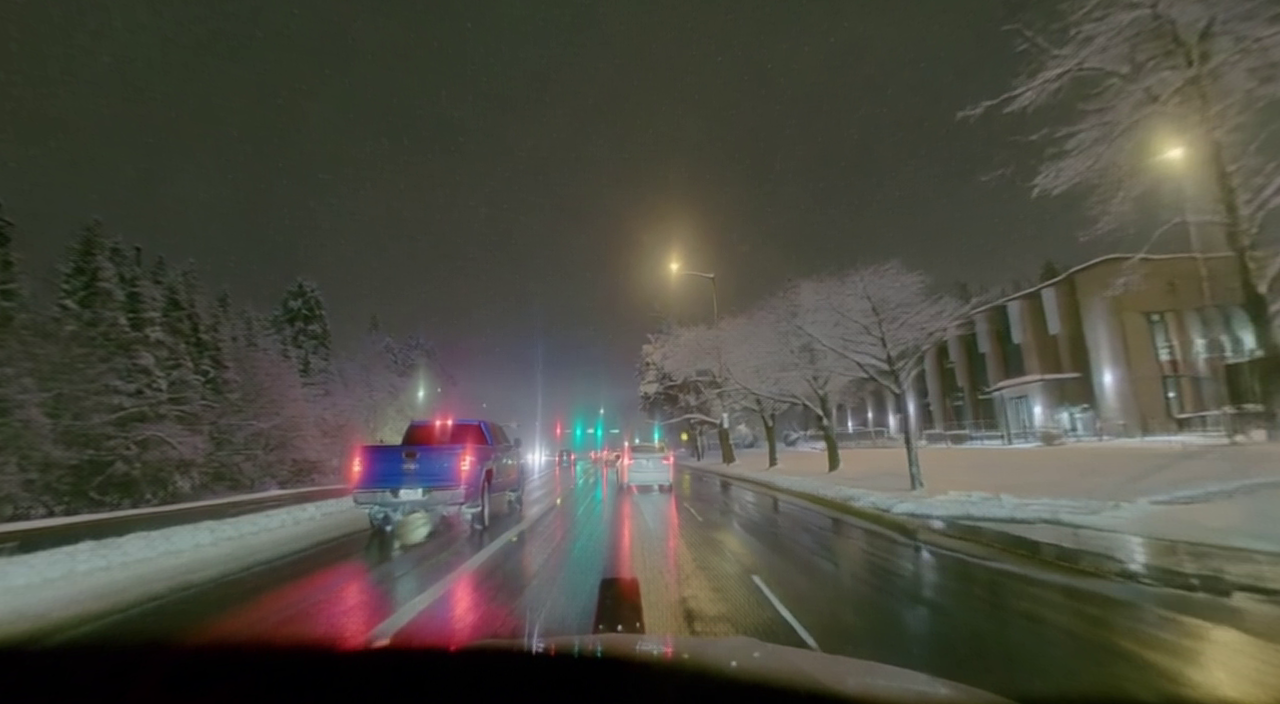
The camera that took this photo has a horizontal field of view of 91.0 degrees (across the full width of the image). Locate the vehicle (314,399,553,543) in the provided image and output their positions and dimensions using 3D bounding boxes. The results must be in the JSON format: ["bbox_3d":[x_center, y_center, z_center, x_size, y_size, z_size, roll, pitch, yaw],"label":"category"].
[{"bbox_3d":[-3.274,2.101,11.714,2.512,1.992,5.725,0,-9,0],"label":"vehicle"}]

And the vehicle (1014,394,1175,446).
[{"bbox_3d":[22.362,3.472,31.415,6.027,2.377,2.245,-5,-10,26],"label":"vehicle"}]

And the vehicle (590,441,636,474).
[{"bbox_3d":[-1.404,5.188,31.138,2.047,1.502,3.873,1,-9,-6],"label":"vehicle"}]

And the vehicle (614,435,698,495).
[{"bbox_3d":[0.343,3.256,18.473,2.142,1.528,4.133,0,-9,-3],"label":"vehicle"}]
